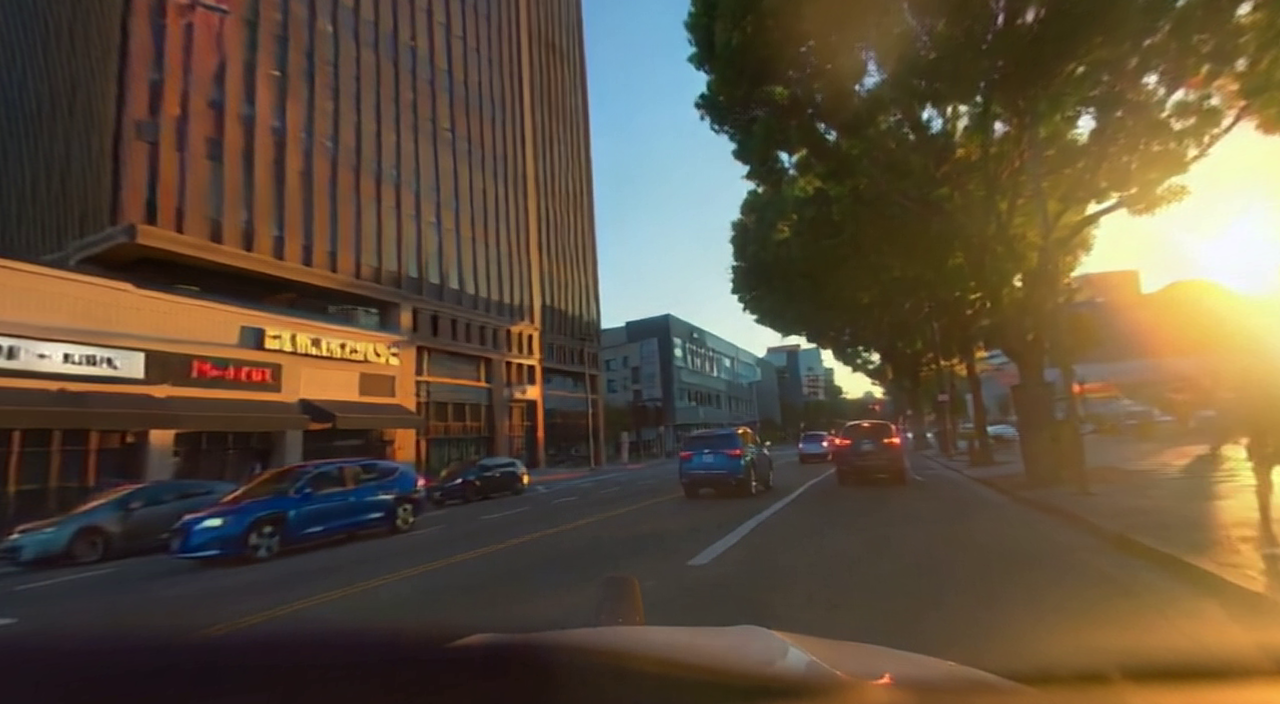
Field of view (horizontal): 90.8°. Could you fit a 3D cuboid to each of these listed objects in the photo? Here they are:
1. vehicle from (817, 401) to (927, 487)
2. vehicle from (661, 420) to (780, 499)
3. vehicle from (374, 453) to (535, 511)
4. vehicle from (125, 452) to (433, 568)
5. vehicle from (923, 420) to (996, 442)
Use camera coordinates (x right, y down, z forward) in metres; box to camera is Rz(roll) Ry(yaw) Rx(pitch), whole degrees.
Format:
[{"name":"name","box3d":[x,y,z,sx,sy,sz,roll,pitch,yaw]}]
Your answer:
[{"name":"vehicle","box3d":[6.263,2.510,17.235,2.352,1.953,4.796,-3,-9,19]},{"name":"vehicle","box3d":[2.178,2.669,16.009,2.023,1.702,4.152,-4,-9,20]},{"name":"vehicle","box3d":[-5.659,4.036,20.260,2.103,1.514,5.374,-4,-9,21]},{"name":"vehicle","box3d":[-5.926,2.573,11.171,1.857,1.507,4.504,-4,-9,20]},{"name":"vehicle","box3d":[23.615,5.885,46.793,4.426,1.490,1.862,-3,-9,13]}]
